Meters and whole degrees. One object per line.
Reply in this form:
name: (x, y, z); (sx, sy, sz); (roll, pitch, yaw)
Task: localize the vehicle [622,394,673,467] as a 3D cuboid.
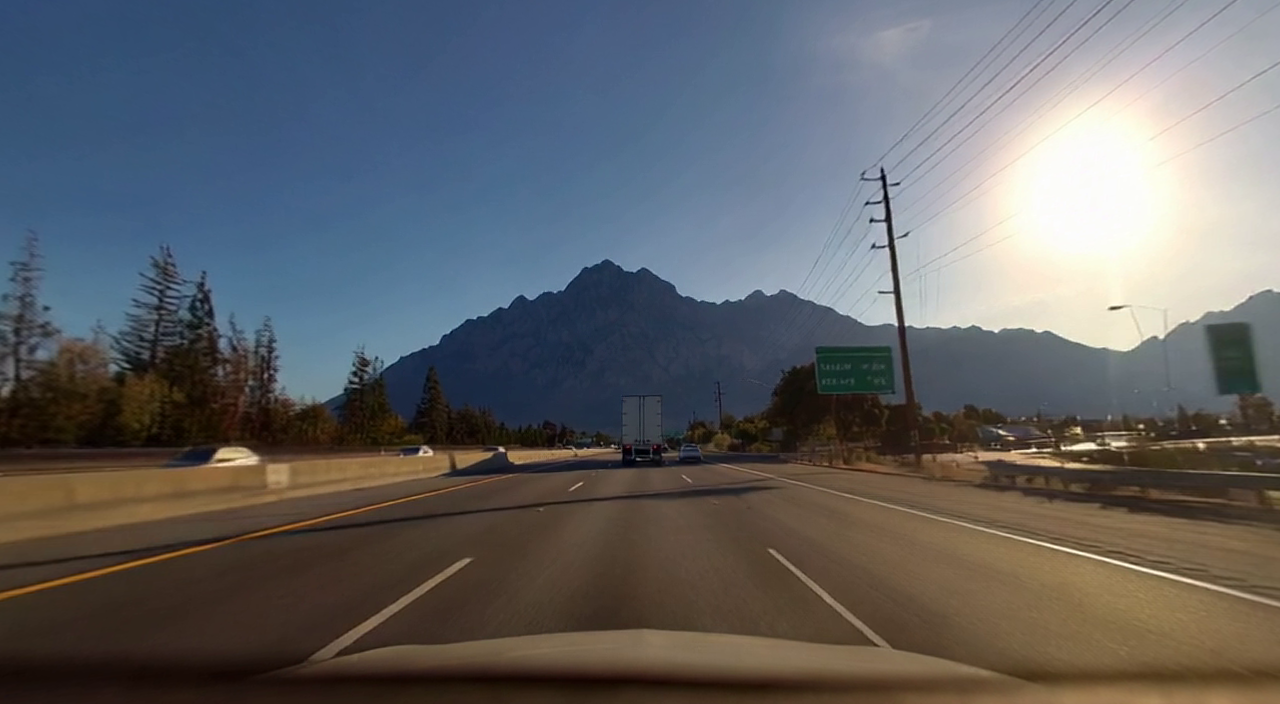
vehicle: (0.367, 5.323, 41.789); (2.919, 4.101, 11.541); (0, -8, -1)

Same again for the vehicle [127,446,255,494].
vehicle: (-20.040, 5.229, 28.491); (2.111, 1.965, 4.954); (0, -8, 0)

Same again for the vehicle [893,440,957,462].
vehicle: (20.998, 7.316, 46.667); (2.037, 1.564, 4.905); (1, -9, -6)
